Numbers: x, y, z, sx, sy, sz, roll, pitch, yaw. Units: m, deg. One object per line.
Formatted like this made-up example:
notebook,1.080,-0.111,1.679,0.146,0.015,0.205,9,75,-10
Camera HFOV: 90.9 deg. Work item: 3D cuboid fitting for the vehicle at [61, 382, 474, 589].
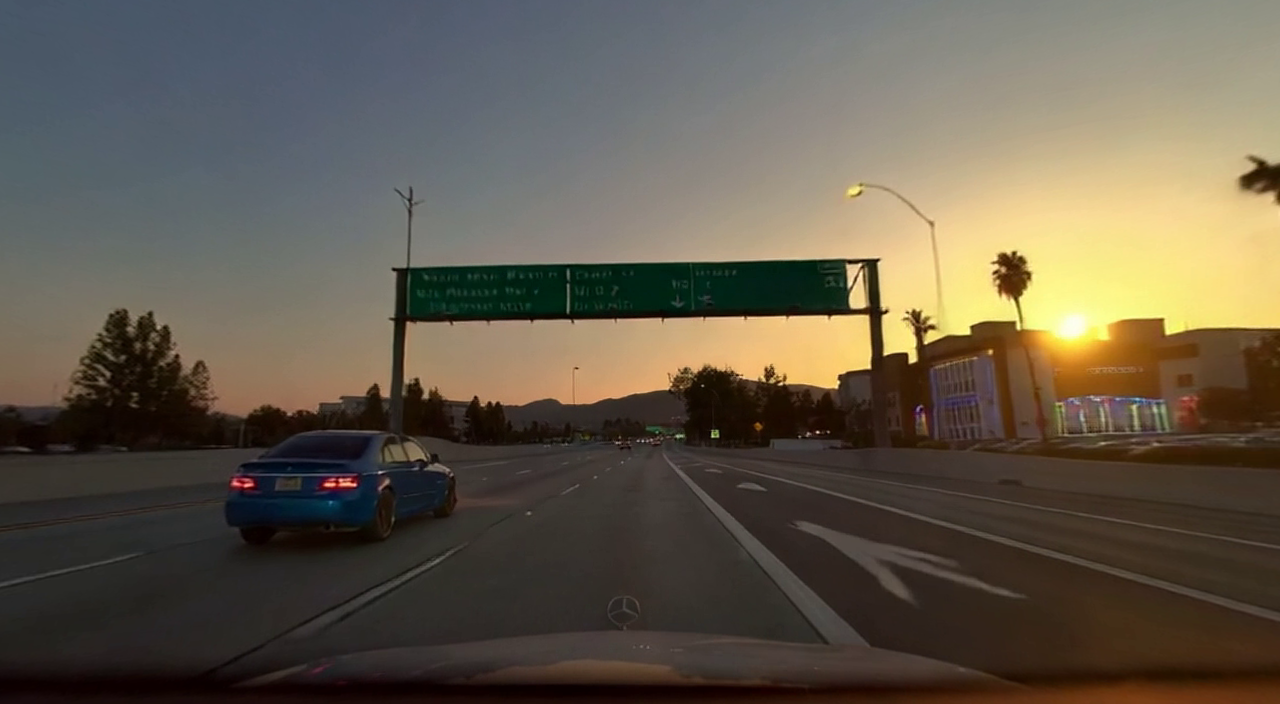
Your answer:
vehicle,-3.915,1.504,7.970,2.145,1.793,4.762,0,-8,2
